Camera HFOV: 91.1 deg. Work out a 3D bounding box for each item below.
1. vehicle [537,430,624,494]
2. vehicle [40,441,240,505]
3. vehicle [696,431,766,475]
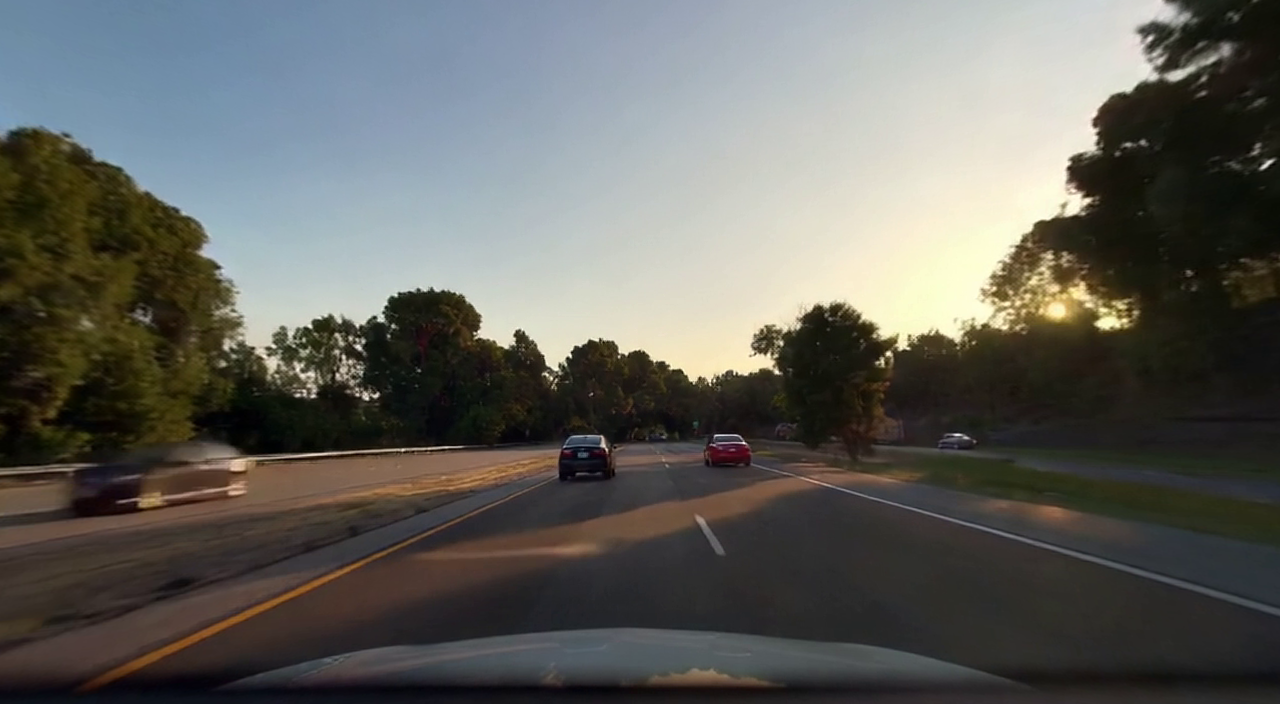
[{"bbox_3d":[-1.442,2.822,16.610,1.897,1.479,3.724,0,-8,1],"label":"vehicle"},{"bbox_3d":[-13.747,3.297,17.743,1.819,1.504,4.608,0,-8,1],"label":"vehicle"},{"bbox_3d":[3.378,3.826,24.177,2.010,1.508,4.285,0,-8,0],"label":"vehicle"}]
